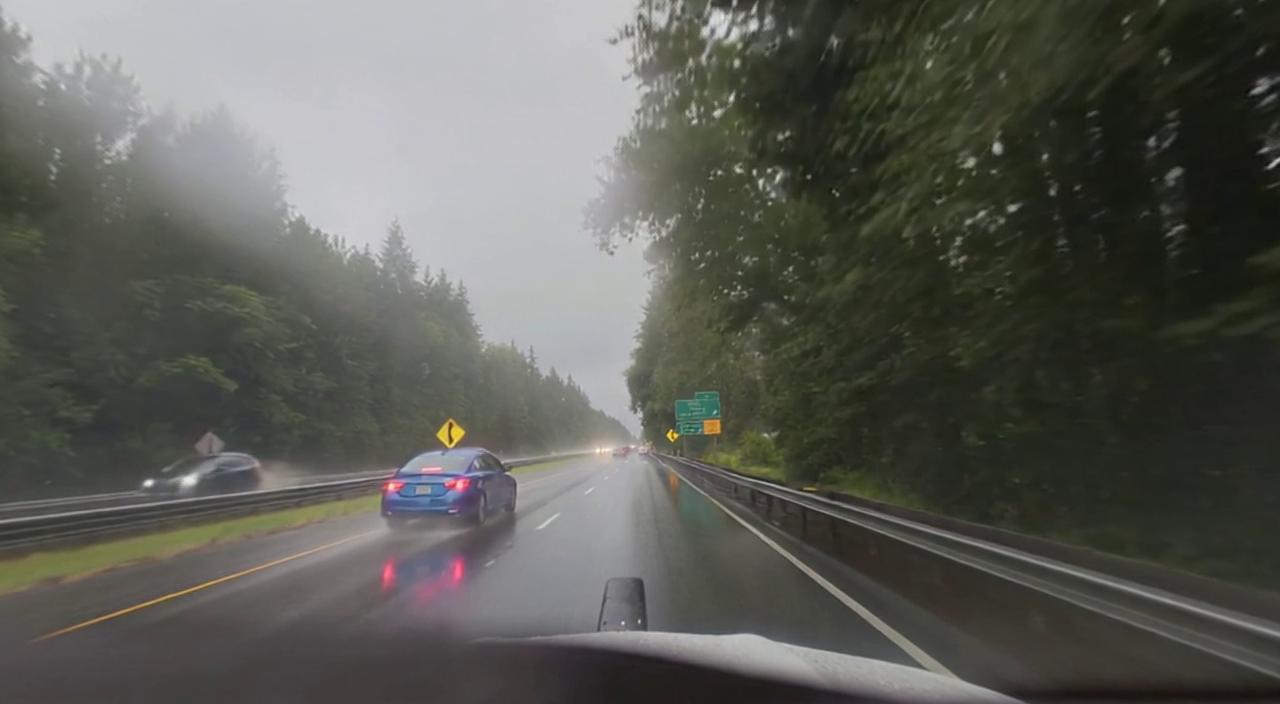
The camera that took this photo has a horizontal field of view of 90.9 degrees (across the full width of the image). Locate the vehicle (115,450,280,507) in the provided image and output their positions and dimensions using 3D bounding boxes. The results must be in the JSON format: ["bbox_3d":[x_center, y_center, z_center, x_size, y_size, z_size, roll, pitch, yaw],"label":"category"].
[{"bbox_3d":[-15.305,4.349,22.269,2.122,1.763,4.903,-1,-9,2],"label":"vehicle"}]

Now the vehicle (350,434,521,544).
[{"bbox_3d":[-3.238,2.221,10.750,1.675,1.537,3.574,0,-9,1],"label":"vehicle"}]
